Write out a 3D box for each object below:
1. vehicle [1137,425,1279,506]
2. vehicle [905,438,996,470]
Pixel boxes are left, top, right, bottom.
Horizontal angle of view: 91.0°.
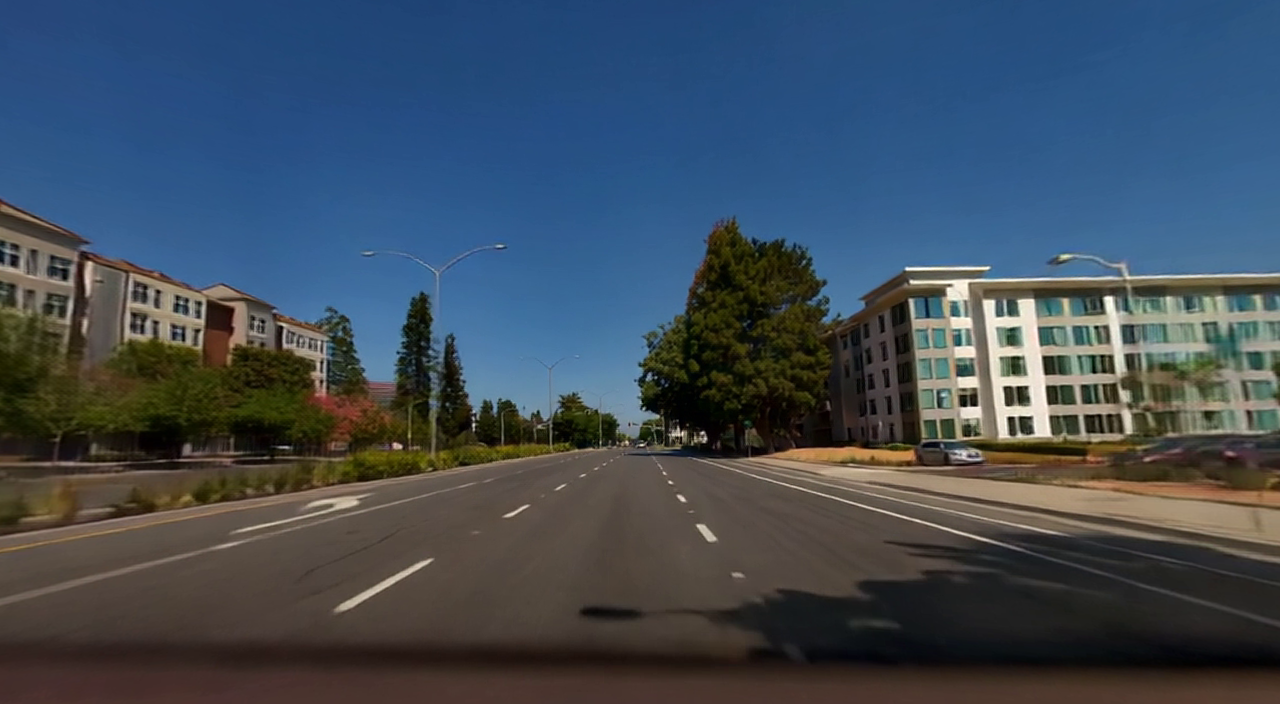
[{"bbox_3d":[15.003,2.604,14.737,4.790,1.737,2.137,-1,-8,2],"label":"vehicle"},{"bbox_3d":[15.344,5.051,31.429,1.931,1.475,4.671,0,-8,-3],"label":"vehicle"}]
